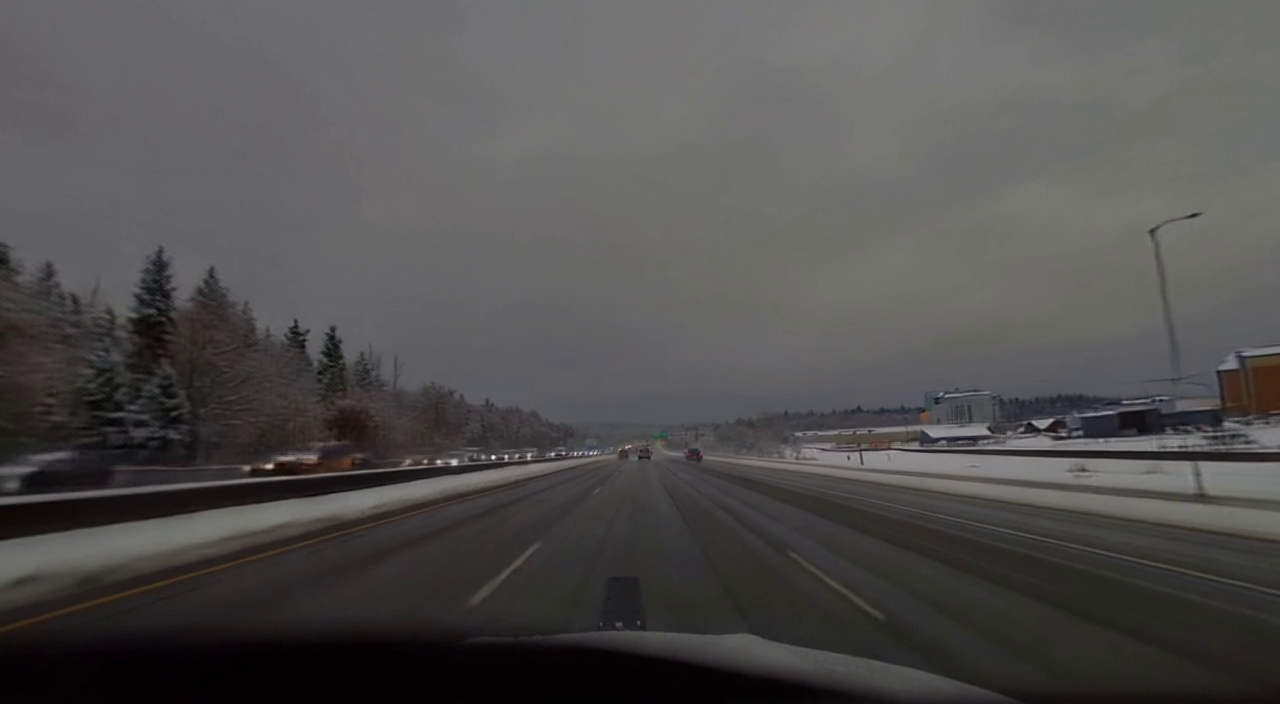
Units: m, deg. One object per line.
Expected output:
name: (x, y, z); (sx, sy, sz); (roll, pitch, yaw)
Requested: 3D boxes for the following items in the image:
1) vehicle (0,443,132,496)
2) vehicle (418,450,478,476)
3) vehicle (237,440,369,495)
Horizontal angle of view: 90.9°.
vehicle: (-20.392, 3.980, 21.670); (1.924, 1.584, 4.612); (0, -9, 0)
vehicle: (-11.265, 6.544, 37.339); (1.982, 1.420, 4.712); (-1, -9, 1)
vehicle: (-10.772, 3.721, 20.576); (1.886, 1.568, 4.269); (0, -9, 1)
